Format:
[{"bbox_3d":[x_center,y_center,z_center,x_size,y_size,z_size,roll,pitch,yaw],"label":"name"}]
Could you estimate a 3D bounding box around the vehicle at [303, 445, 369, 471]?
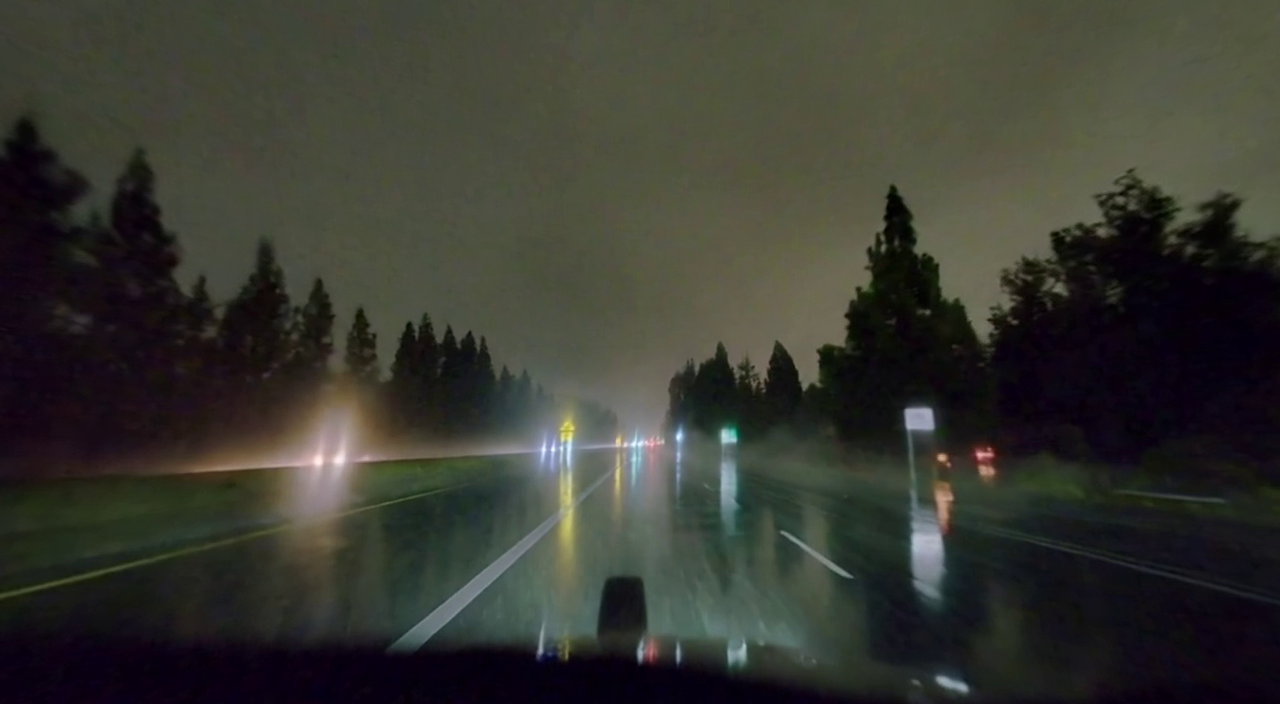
[{"bbox_3d":[-21.250,7.373,44.325,2.028,1.699,4.936,0,-8,1],"label":"vehicle"}]
